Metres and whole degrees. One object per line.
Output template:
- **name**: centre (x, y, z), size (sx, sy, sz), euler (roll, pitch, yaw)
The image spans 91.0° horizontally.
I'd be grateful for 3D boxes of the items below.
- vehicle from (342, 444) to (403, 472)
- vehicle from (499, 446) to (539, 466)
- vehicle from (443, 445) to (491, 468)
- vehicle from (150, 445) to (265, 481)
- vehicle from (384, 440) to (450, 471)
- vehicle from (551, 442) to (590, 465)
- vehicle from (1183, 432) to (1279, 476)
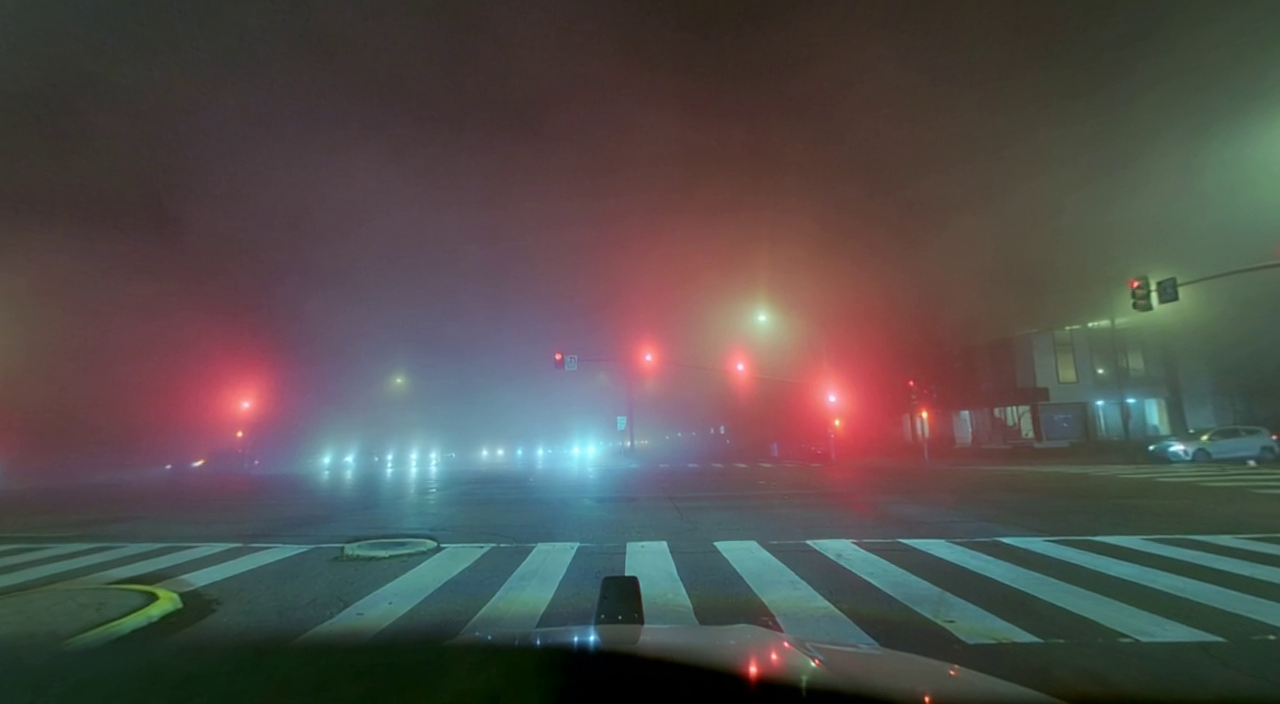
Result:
- **vehicle**: centre (-18.582, 7.352, 44.011), size (2.237, 1.801, 4.541), euler (0, -9, 1)
- **vehicle**: centre (-8.120, 7.008, 42.604), size (1.910, 1.321, 3.692), euler (0, -9, 1)
- **vehicle**: centre (-11.659, 7.075, 42.691), size (1.911, 1.476, 4.297), euler (-1, -9, 2)
- **vehicle**: centre (-24.133, 6.152, 35.370), size (2.032, 1.839, 4.884), euler (-3, -9, 20)
- **vehicle**: centre (-15.144, 7.041, 43.148), size (2.340, 1.946, 5.450), euler (0, -9, 2)
- **vehicle**: centre (-4.552, 6.713, 41.678), size (1.954, 1.431, 4.050), euler (-1, -9, 2)
- **vehicle**: centre (22.308, 3.580, 22.251), size (4.474, 1.477, 1.908), euler (0, -9, -3)
